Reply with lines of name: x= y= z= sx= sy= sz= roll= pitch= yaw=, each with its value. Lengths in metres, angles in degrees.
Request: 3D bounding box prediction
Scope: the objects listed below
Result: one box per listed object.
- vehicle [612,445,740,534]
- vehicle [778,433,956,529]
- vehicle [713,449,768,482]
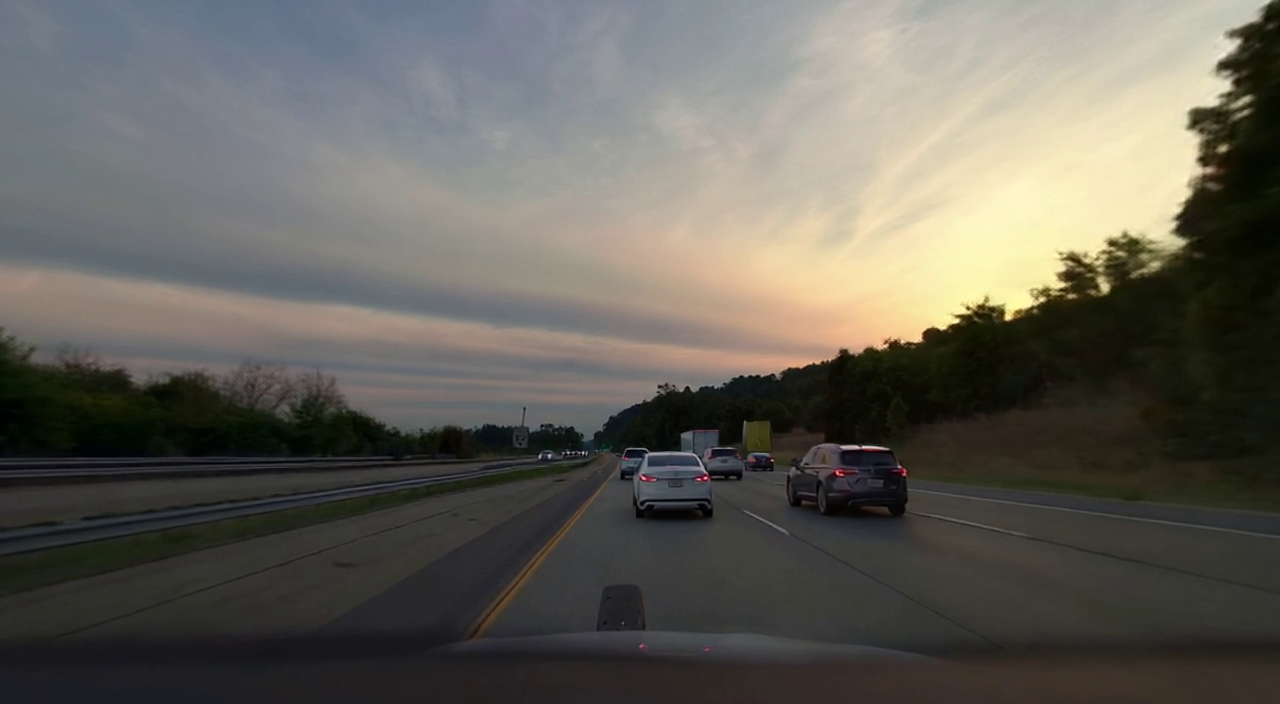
vehicle: x=0.557 y=2.550 z=12.236 sx=2.094 sy=1.426 sz=3.725 roll=0 pitch=-9 yaw=-1
vehicle: x=4.510 y=2.634 z=13.465 sx=1.998 sy=1.657 sz=4.604 roll=0 pitch=-9 yaw=-1
vehicle: x=4.925 y=5.635 z=31.452 sx=1.908 sy=1.500 sz=4.157 roll=0 pitch=-9 yaw=-2
